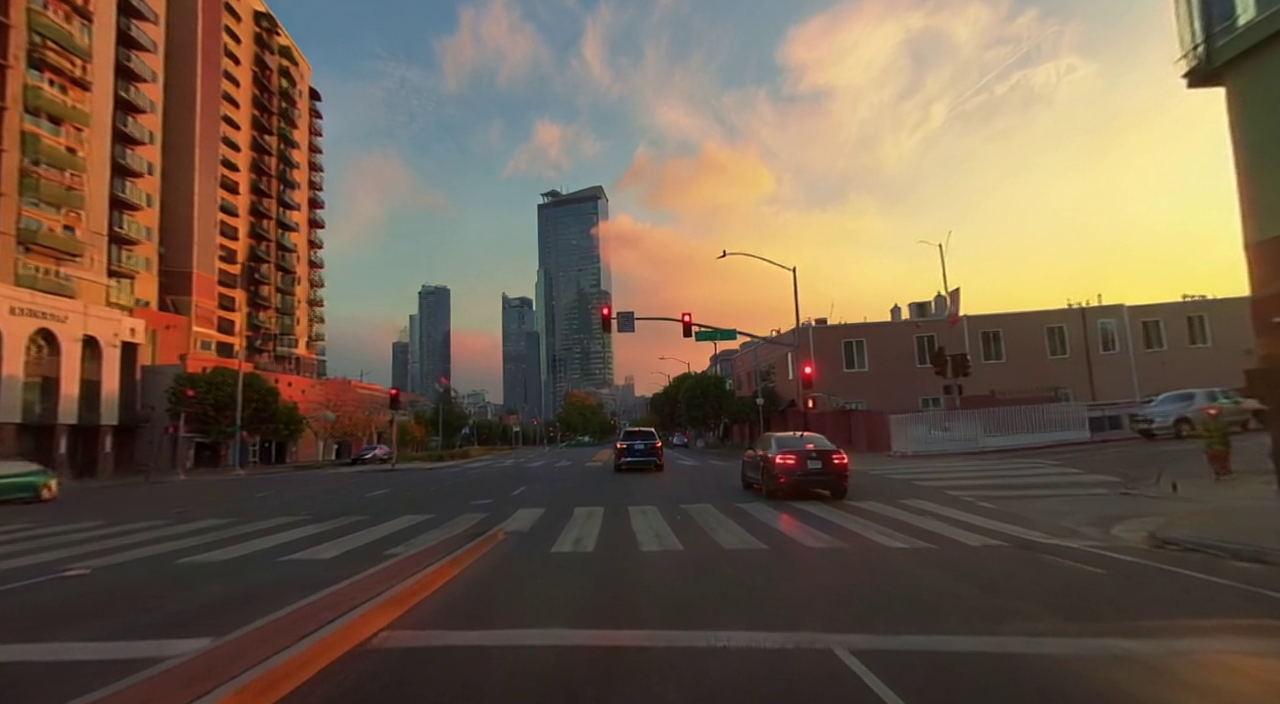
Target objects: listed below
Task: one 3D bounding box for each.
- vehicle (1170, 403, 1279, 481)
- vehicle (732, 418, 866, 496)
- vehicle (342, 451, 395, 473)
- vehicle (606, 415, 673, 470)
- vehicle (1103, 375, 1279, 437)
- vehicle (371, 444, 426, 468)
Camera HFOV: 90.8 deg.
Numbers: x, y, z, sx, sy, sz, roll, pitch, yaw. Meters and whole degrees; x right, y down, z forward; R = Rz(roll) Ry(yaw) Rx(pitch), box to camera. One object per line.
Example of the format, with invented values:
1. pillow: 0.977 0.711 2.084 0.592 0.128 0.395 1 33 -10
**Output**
1. vehicle: 13.896 1.848 12.960 4.354 1.466 1.863 0 -8 -1
2. vehicle: 3.516 2.439 14.964 1.987 1.538 4.510 0 -8 0
3. vehicle: -20.215 8.177 47.199 1.979 1.488 4.473 0 -8 0
4. vehicle: 0.026 3.260 22.747 2.168 1.776 4.135 0 -8 1
5. vehicle: 20.276 1.975 22.811 5.146 1.699 2.269 -5 -9 0
6. vehicle: -17.071 7.372 44.952 2.011 1.630 4.541 0 -8 2
